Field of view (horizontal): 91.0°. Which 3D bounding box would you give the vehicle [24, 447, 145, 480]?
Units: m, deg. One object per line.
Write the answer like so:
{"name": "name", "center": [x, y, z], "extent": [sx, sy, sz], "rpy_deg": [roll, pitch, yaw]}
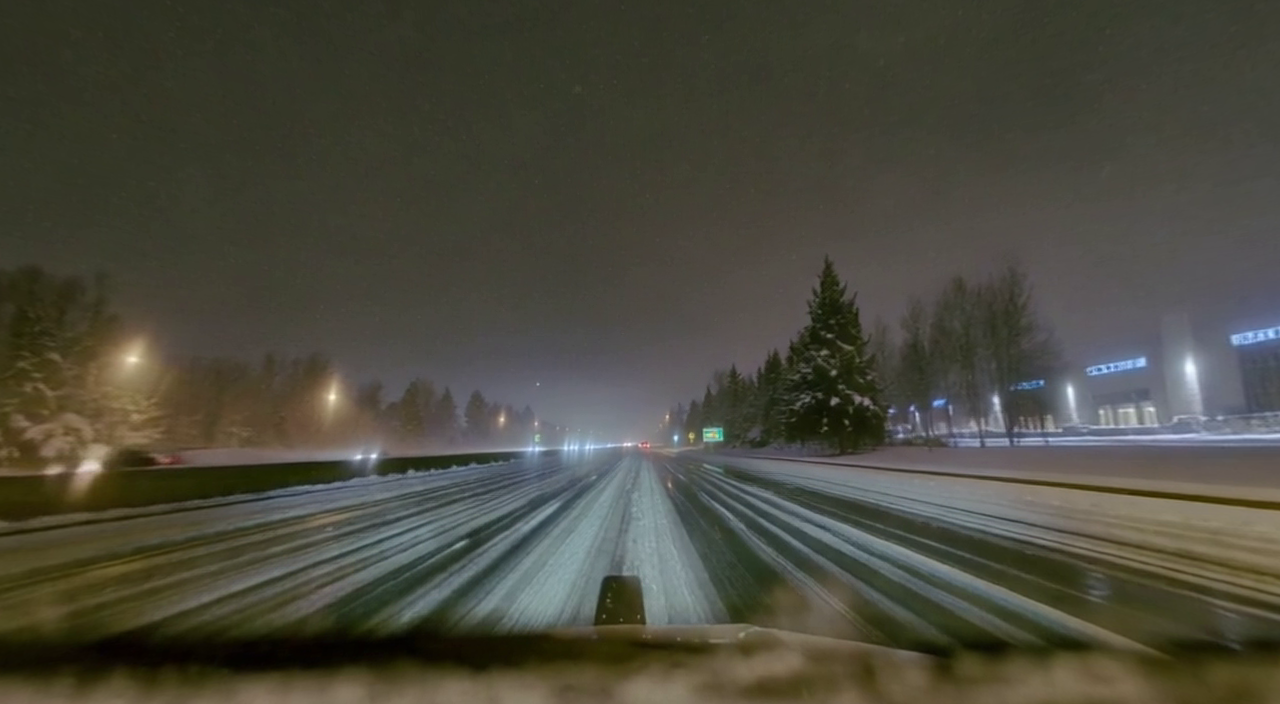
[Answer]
{"name": "vehicle", "center": [-29.158, 5.847, 33.300], "extent": [1.952, 1.520, 4.798], "rpy_deg": [-1, -9, 1]}
